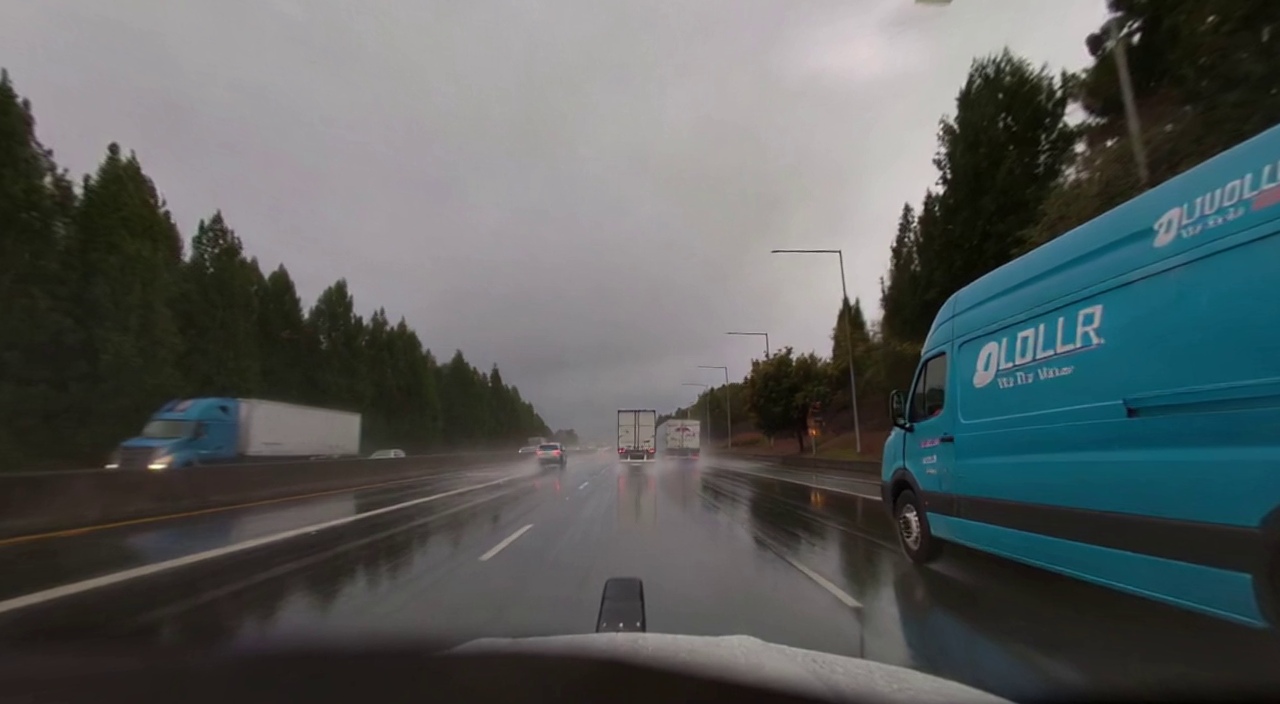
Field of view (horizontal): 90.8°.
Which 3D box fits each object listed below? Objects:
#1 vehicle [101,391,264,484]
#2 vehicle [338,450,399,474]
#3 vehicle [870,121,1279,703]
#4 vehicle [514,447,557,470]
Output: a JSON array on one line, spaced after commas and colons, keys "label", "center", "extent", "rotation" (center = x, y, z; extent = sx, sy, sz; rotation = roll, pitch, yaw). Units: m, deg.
[{"label": "vehicle", "center": [-21.063, 4.048, 29.588], "extent": [2.997, 3.912, 5.928], "rotation": [0, -9, 0]}, {"label": "vehicle", "center": [-17.403, 7.020, 40.629], "extent": [1.945, 1.440, 4.397], "rotation": [0, -9, 0]}, {"label": "vehicle", "center": [3.845, 0.598, 4.052], "extent": [2.338, 2.690, 6.025], "rotation": [0, -9, -1]}, {"label": "vehicle", "center": [-6.999, 7.187, 42.724], "extent": [2.069, 1.495, 4.698], "rotation": [0, -9, 0]}]
